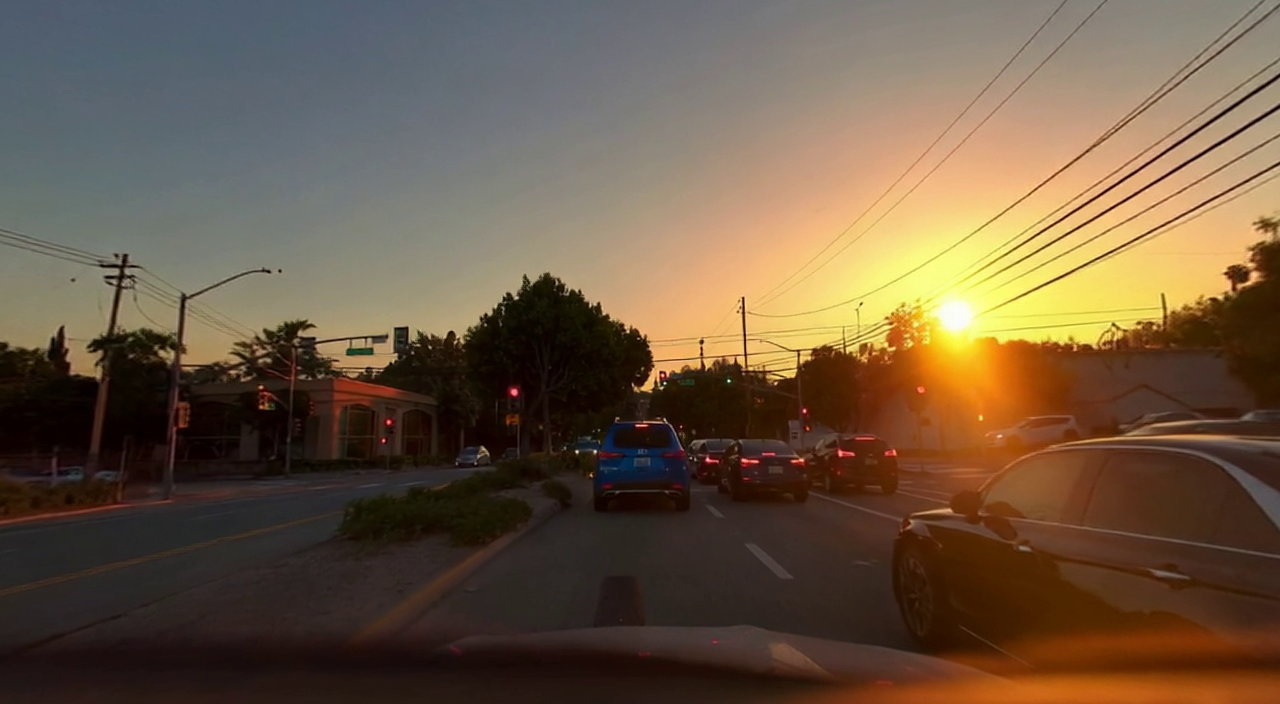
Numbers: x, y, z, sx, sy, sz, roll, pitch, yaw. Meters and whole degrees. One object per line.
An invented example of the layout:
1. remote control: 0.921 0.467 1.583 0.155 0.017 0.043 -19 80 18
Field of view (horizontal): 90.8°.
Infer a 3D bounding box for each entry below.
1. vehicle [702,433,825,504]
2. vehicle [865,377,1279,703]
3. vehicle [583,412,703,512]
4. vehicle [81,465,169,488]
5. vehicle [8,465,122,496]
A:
1. vehicle: 2.816 2.770 15.494 2.025 1.477 4.333 0 -9 -1
2. vehicle: 2.779 0.948 2.724 2.004 1.460 4.297 0 -8 0
3. vehicle: 0.044 2.430 14.365 2.236 1.856 4.816 0 -9 0
4. vehicle: -37.805 9.127 46.504 4.569 1.505 1.992 1 -9 -5
5. vehicle: -33.235 7.431 36.632 4.550 1.601 1.766 1 -9 -7
